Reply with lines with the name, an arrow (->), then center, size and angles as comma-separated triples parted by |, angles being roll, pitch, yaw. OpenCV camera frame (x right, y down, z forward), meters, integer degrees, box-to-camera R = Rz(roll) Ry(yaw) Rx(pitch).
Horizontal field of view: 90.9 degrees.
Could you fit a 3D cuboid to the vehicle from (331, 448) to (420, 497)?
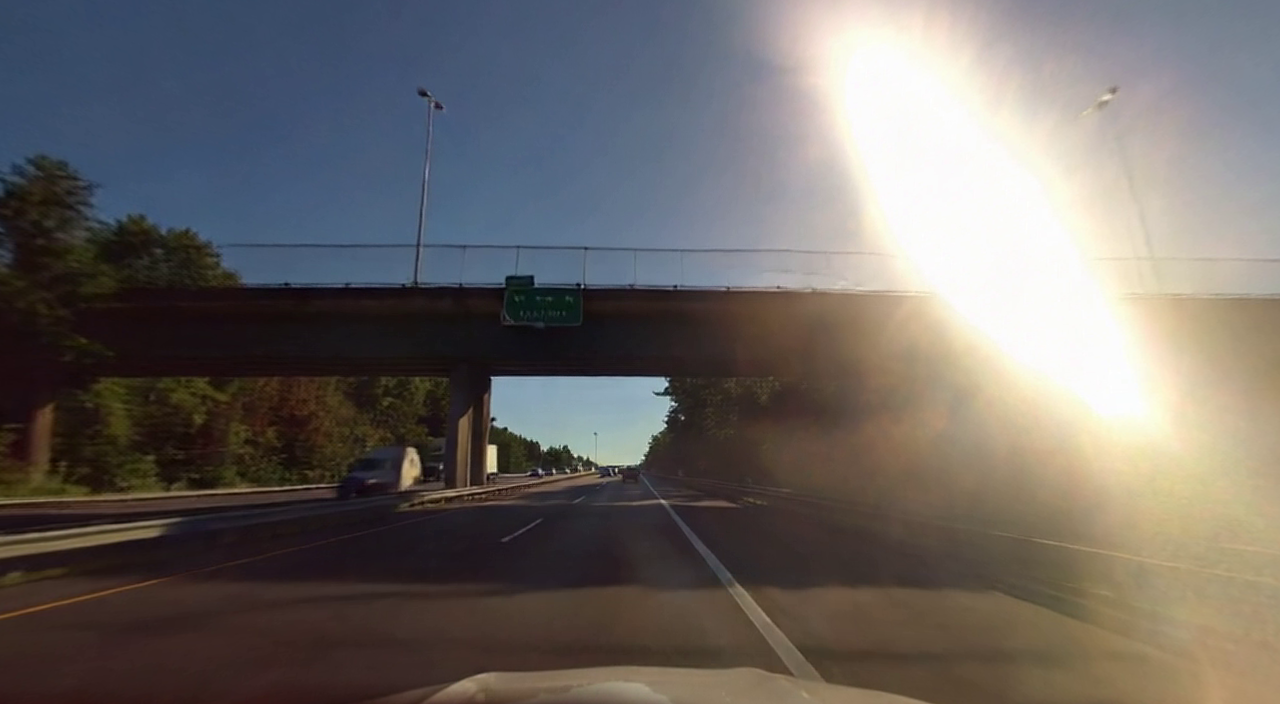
vehicle -> -13.892, 6.388, 33.547 | 2.188, 2.337, 5.728 | 1, -11, 0
